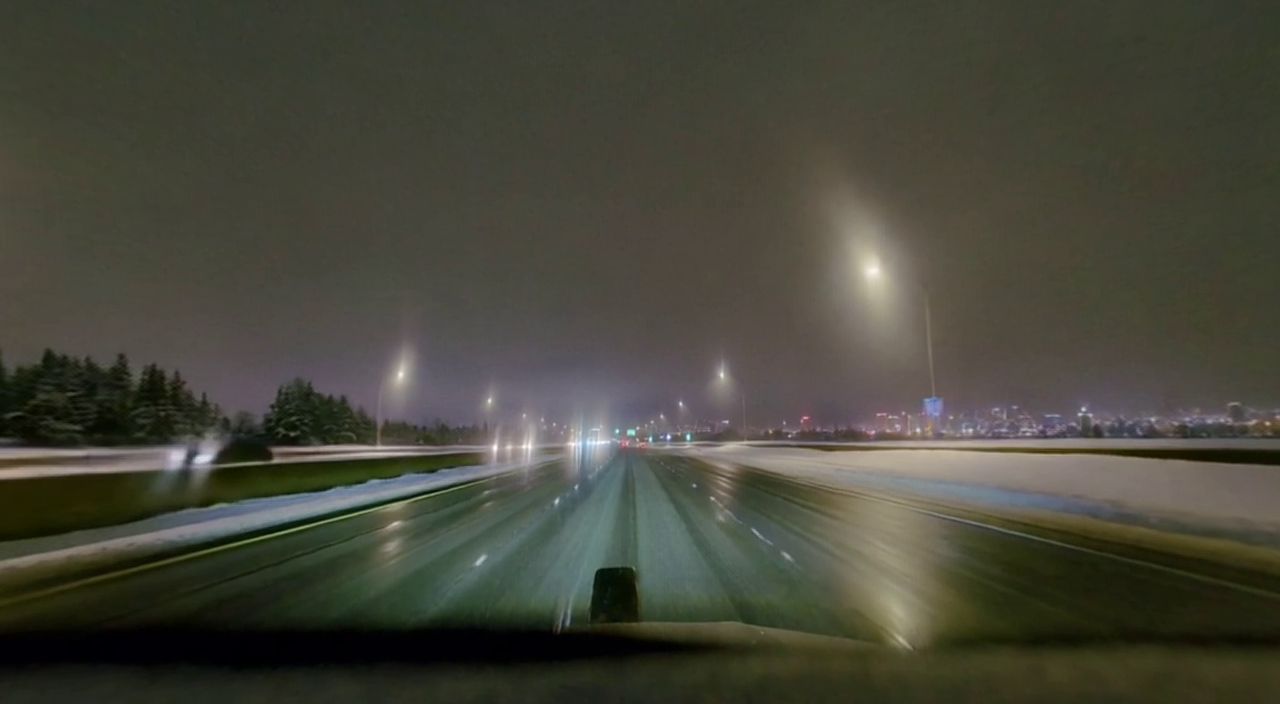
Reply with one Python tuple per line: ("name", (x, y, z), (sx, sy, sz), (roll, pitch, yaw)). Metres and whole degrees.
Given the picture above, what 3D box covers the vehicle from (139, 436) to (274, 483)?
("vehicle", (-19.248, 4.776, 28.475), (2.133, 1.837, 5.559), (0, -8, 0))
